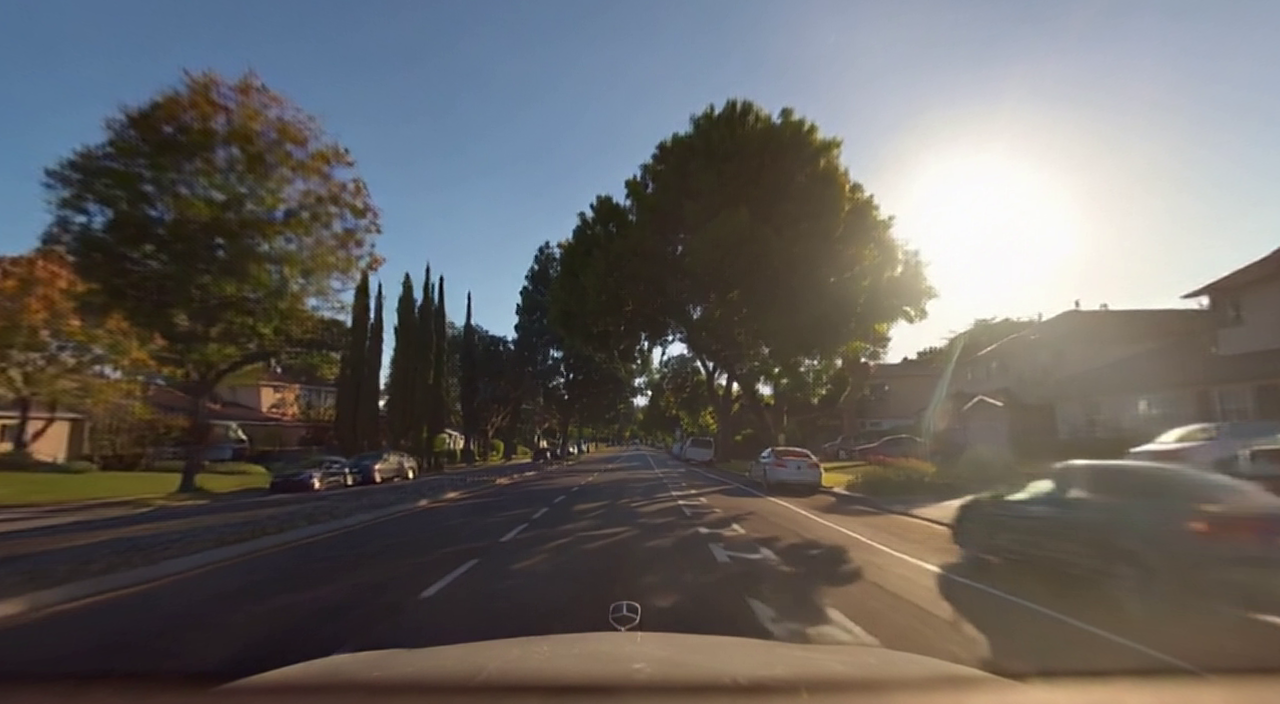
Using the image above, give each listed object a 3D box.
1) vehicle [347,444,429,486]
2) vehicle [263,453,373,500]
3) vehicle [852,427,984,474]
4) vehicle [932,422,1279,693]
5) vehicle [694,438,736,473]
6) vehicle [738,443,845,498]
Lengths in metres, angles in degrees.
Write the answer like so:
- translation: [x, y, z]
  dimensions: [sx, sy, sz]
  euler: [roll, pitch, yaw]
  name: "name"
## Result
- translation: [-12.628, 5.669, 32.073]
  dimensions: [2.075, 1.917, 4.984]
  euler: [-1, -9, 0]
  name: "vehicle"
- translation: [-12.640, 4.868, 25.202]
  dimensions: [1.925, 1.498, 4.850]
  euler: [-4, -9, -1]
  name: "vehicle"
- translation: [12.402, 4.387, 28.428]
  dimensions: [4.825, 1.675, 2.184]
  euler: [-4, -7, -2]
  name: "vehicle"
- translation: [4.759, 1.590, 5.808]
  dimensions: [1.934, 1.546, 5.009]
  euler: [3, -9, 2]
  name: "vehicle"
- translation: [4.401, 6.104, 37.749]
  dimensions: [2.074, 1.838, 5.402]
  euler: [1, -8, 3]
  name: "vehicle"
- translation: [4.647, 3.700, 20.285]
  dimensions: [2.035, 1.498, 4.910]
  euler: [0, -8, -2]
  name: "vehicle"
